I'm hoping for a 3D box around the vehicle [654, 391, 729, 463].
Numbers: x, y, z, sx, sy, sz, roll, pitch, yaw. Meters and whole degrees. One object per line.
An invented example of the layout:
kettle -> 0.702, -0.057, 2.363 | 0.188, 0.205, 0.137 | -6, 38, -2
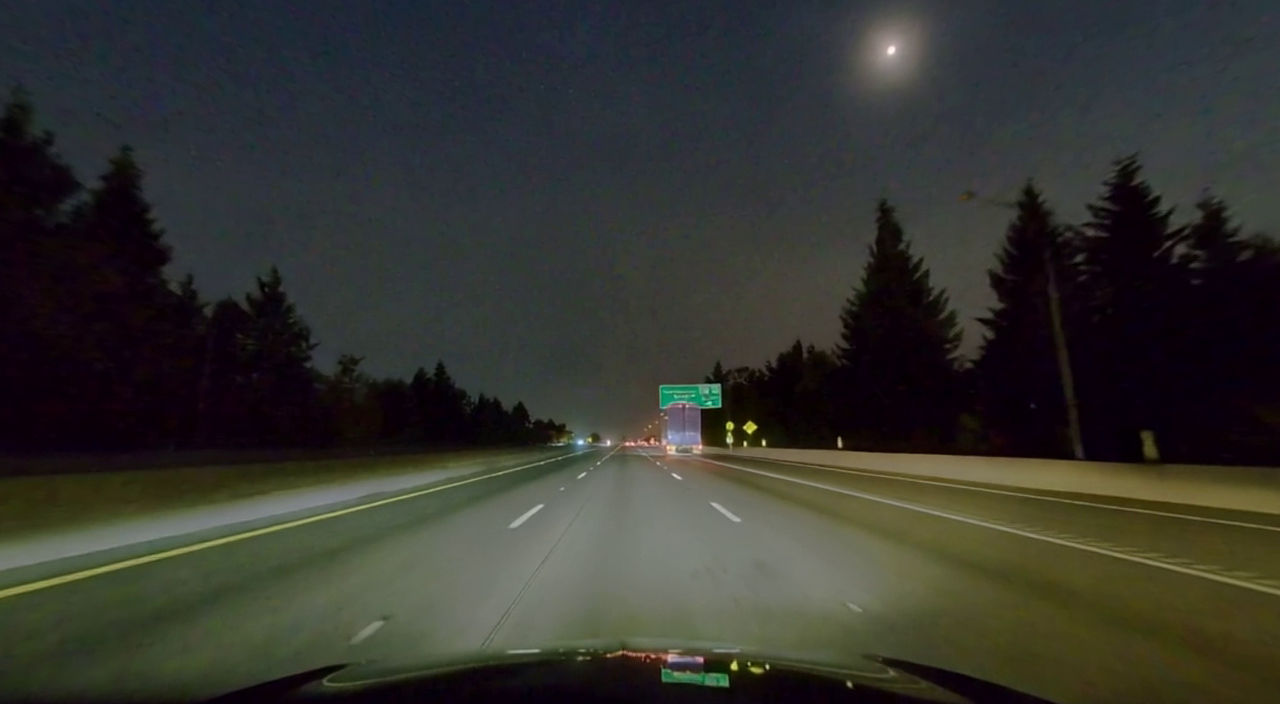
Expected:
vehicle -> 3.110, 5.096, 41.825 | 3.828, 4.143, 10.369 | 0, -8, -2
